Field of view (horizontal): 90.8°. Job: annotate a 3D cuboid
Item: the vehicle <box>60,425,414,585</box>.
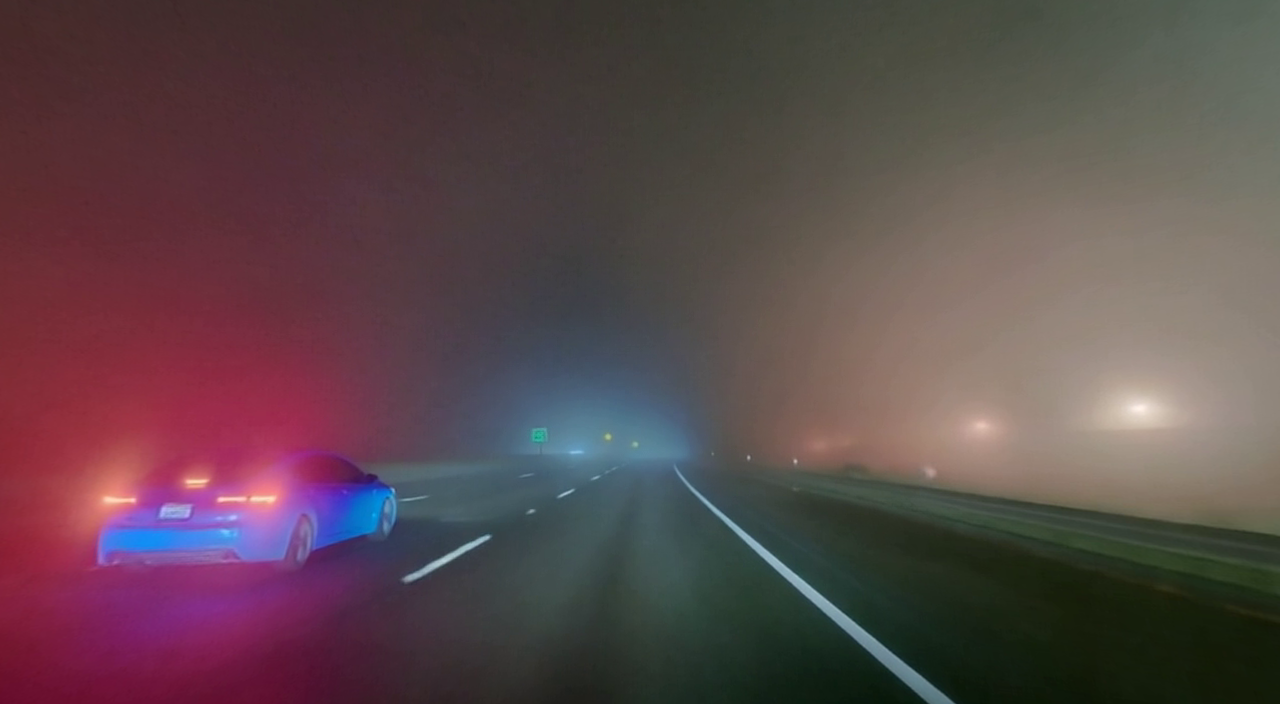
[{"bbox_3d":[-4.546,1.749,7.971,1.928,1.504,3.745,0,-9,1],"label":"vehicle"}]
